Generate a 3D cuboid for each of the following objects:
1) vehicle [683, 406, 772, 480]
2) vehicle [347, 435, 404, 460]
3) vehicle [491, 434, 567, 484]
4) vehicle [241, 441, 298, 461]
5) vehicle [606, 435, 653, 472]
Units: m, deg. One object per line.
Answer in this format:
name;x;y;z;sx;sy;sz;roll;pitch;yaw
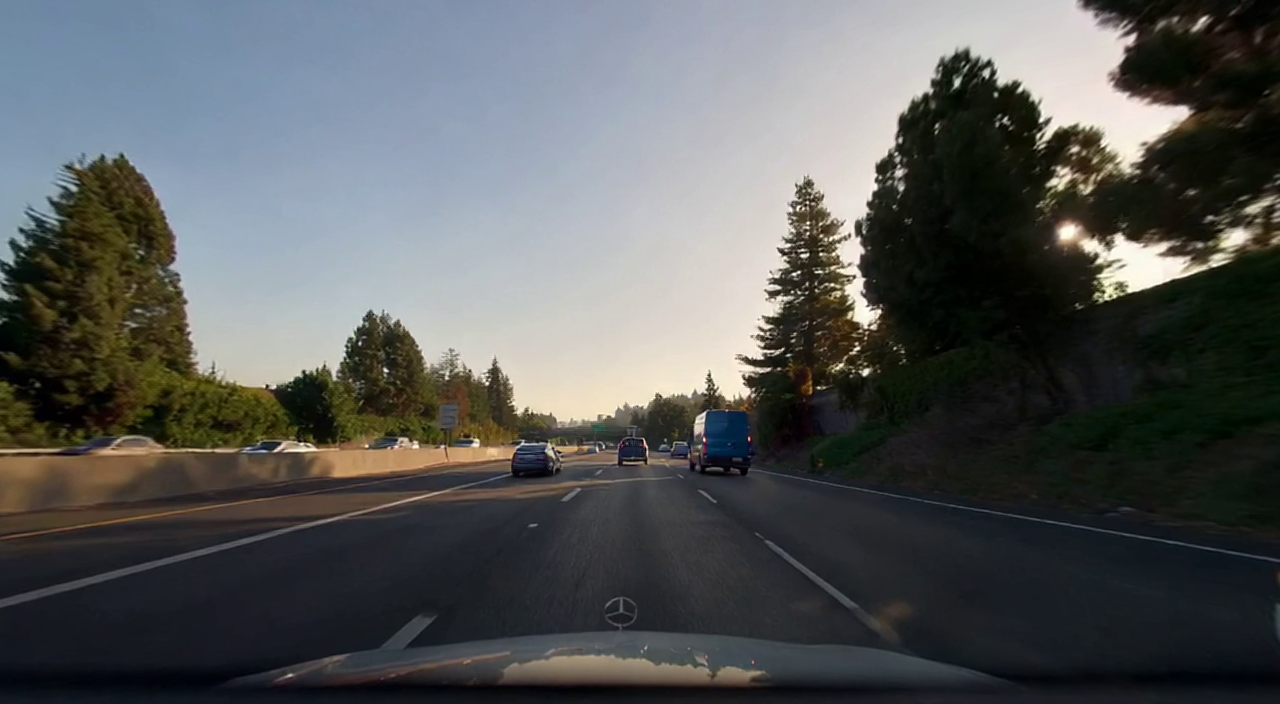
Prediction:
vehicle;3.468;3.840;26.676;2.631;2.709;6.496;0;-8;-1
vehicle;-17.095;6.210;40.968;2.134;1.538;3.622;0;-8;0
vehicle;-4.054;3.995;23.842;2.023;1.709;4.263;0;-8;1
vehicle;-28.631;7.654;48.971;1.846;1.475;4.167;0;-8;0
vehicle;-0.563;5.261;32.872;2.297;1.783;4.355;0;-8;-1
